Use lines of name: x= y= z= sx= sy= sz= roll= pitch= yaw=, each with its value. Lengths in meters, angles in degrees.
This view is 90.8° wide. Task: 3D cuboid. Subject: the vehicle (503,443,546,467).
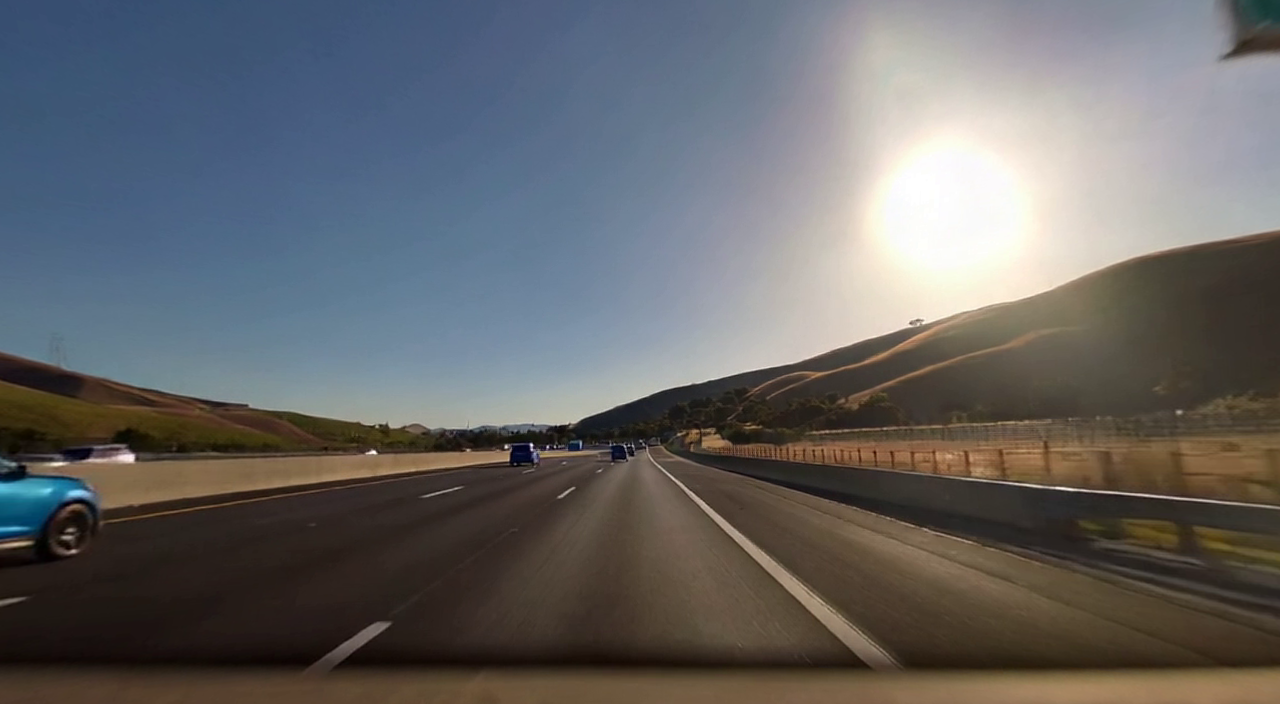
vehicle: x=-7.541 y=6.734 z=41.522 sx=1.930 sy=1.508 sz=4.567 roll=0 pitch=-9 yaw=0

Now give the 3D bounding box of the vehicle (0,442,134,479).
vehicle: x=-32.693 y=6.161 z=36.321 sx=2.272 sy=1.952 sz=5.897 roll=0 pitch=-8 yaw=0
